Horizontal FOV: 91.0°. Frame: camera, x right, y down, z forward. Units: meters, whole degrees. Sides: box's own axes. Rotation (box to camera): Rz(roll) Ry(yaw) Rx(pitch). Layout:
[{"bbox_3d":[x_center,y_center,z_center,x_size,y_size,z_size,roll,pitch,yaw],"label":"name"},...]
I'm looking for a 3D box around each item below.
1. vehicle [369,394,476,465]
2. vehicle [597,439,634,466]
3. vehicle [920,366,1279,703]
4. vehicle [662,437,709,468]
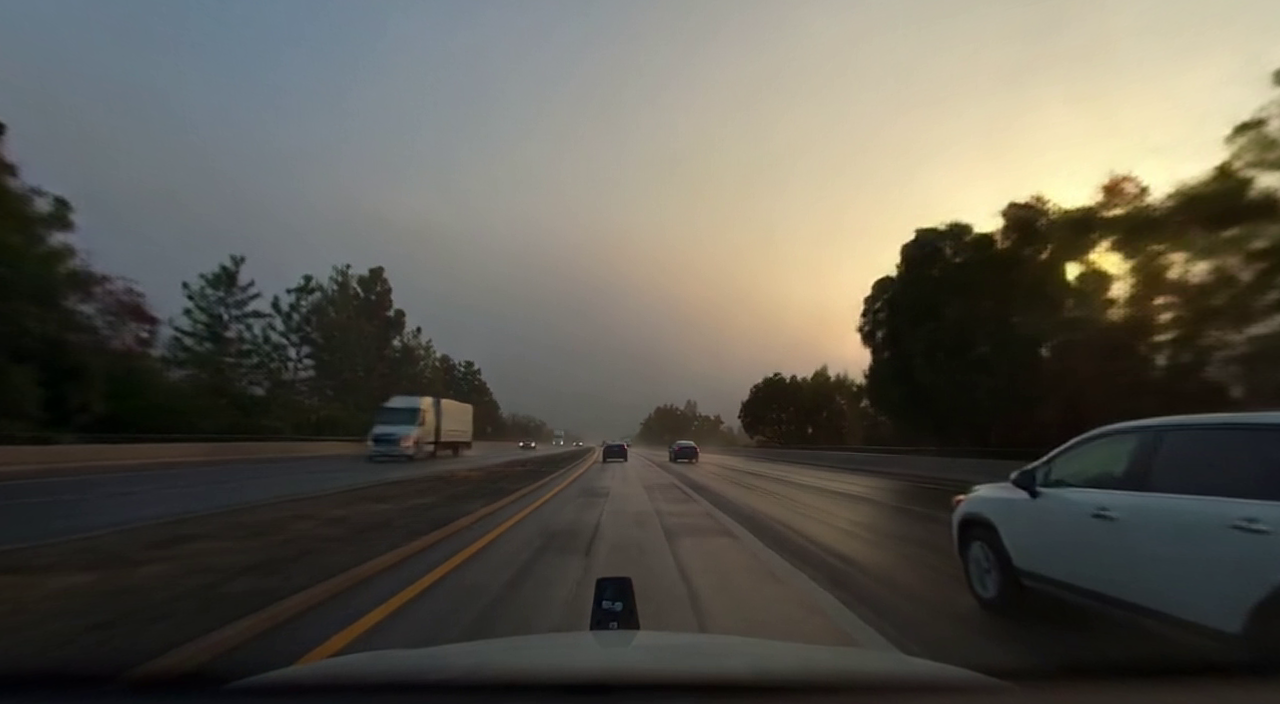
[{"bbox_3d":[-12.420,4.653,37.039,3.188,3.647,8.856,0,-8,-1],"label":"vehicle"},{"bbox_3d":[-1.563,6.259,39.433,2.178,1.559,4.254,0,-8,-3],"label":"vehicle"},{"bbox_3d":[3.379,0.874,2.602,2.055,1.566,5.046,0,-8,-1],"label":"vehicle"},{"bbox_3d":[2.394,5.431,34.104,2.146,1.546,3.796,0,-8,-1],"label":"vehicle"}]
